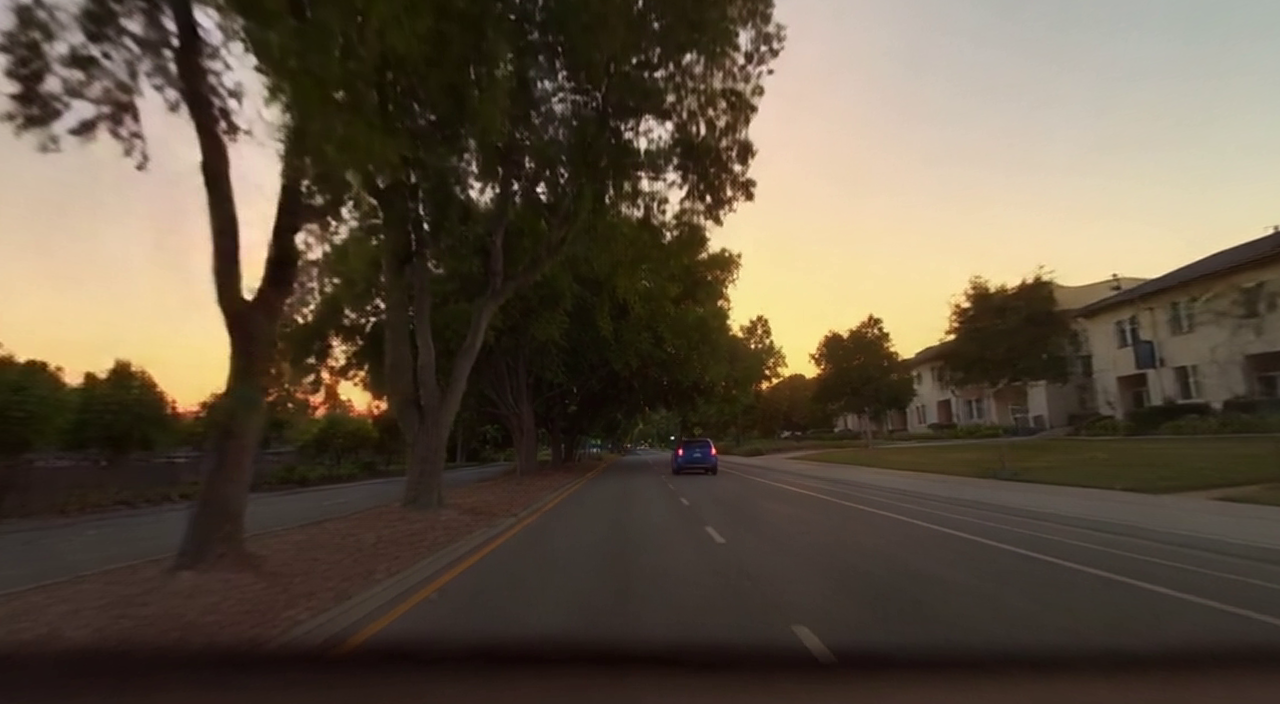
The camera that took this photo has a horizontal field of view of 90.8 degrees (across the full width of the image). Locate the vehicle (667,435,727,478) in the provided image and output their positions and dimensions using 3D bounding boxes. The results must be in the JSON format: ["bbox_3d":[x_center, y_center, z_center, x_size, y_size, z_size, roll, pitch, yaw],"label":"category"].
[{"bbox_3d":[2.452,4.653,28.339,2.164,1.725,4.285,0,-9,-1],"label":"vehicle"}]
